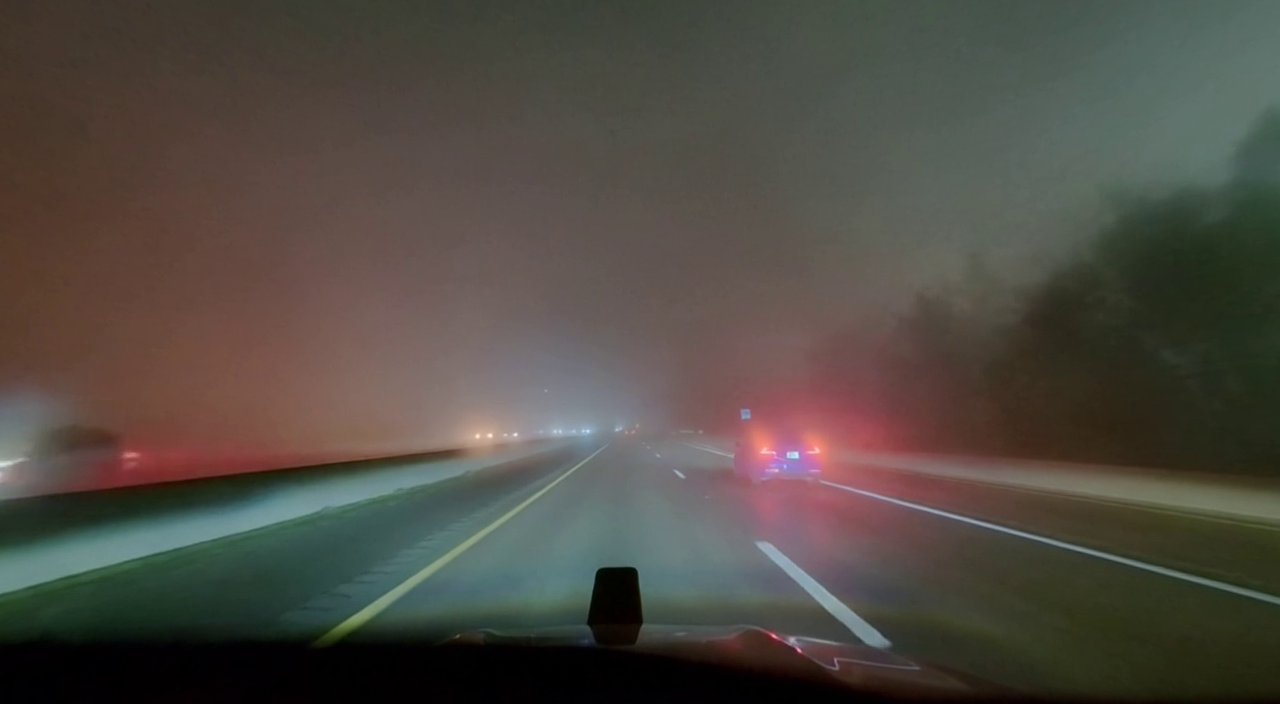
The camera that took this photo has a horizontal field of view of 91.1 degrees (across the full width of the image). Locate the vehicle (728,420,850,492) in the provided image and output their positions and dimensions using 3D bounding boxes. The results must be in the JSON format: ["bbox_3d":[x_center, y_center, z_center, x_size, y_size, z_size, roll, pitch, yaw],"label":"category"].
[{"bbox_3d":[3.573,2.569,15.868,1.973,1.563,3.959,0,-8,-2],"label":"vehicle"}]
